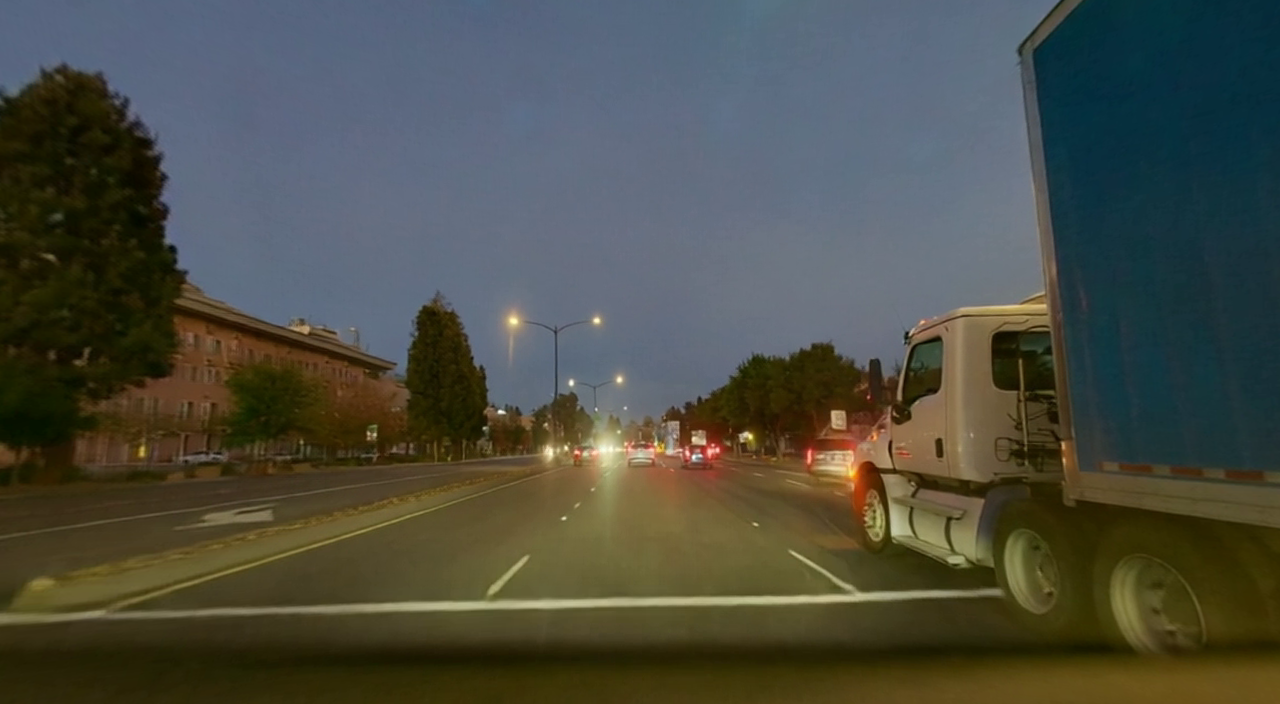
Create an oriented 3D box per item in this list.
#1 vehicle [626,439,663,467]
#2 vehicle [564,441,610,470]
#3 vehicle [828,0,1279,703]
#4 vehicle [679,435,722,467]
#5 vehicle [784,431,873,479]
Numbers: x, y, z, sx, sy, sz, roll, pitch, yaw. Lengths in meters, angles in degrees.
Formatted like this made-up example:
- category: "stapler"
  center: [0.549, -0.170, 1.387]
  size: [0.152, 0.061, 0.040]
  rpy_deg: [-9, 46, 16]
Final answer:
- category: "vehicle"
  center: [0.273, 6.533, 40.965]
  size: [2.276, 1.704, 3.925]
  rpy_deg: [0, -8, 0]
- category: "vehicle"
  center: [-2.979, 5.969, 36.529]
  size: [2.211, 1.537, 4.666]
  rpy_deg: [0, -8, 1]
- category: "vehicle"
  center: [3.749, -0.162, 3.301]
  size: [3.006, 3.679, 8.506]
  rpy_deg: [0, -8, 1]
- category: "vehicle"
  center: [3.732, 6.209, 39.605]
  size: [2.196, 1.908, 4.412]
  rpy_deg: [0, -8, -1]
- category: "vehicle"
  center: [7.803, 4.322, 26.697]
  size: [2.174, 1.793, 5.061]
  rpy_deg: [0, -8, -1]
